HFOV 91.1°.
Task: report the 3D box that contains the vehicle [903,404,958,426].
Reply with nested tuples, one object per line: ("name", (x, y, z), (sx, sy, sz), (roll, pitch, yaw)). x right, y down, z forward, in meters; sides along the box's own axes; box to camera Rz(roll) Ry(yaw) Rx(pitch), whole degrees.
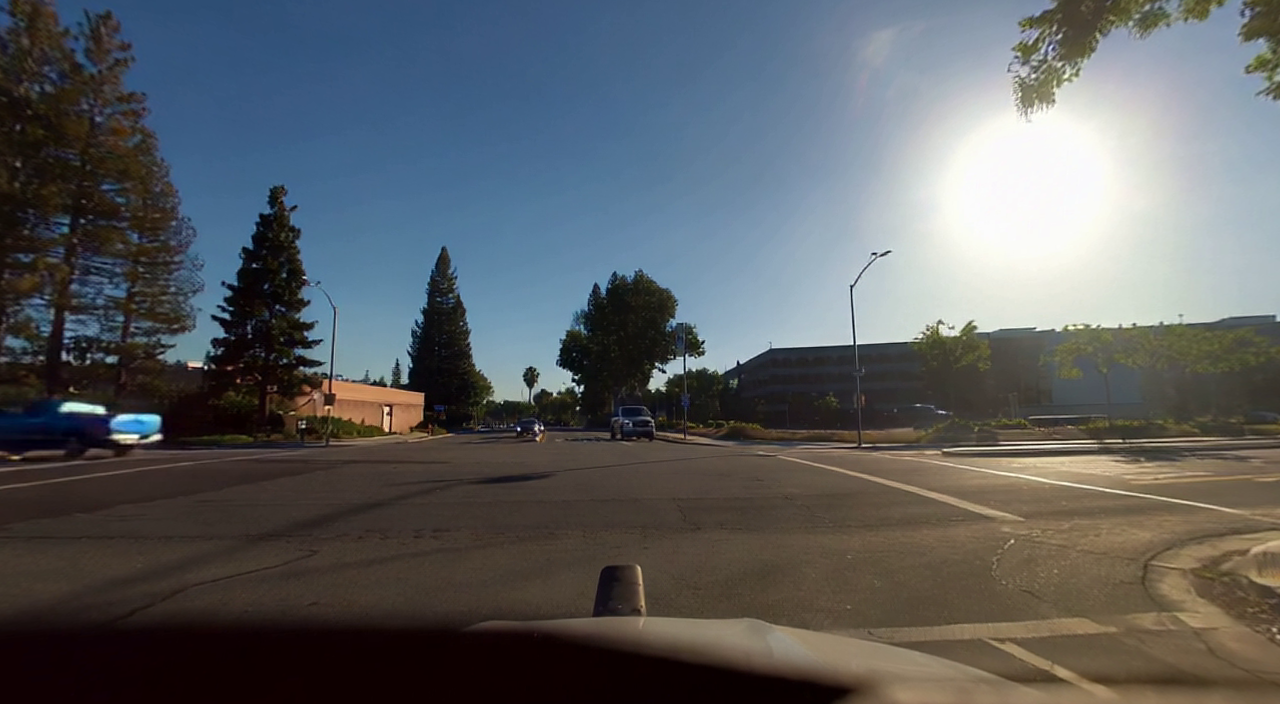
("vehicle", (22.622, 4.917, 48.804), (4.674, 1.483, 1.745), (6, -10, -36))

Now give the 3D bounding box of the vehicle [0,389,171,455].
("vehicle", (-17.603, 2.129, 18.677), (5.333, 1.837, 2.124), (1, -9, -7))

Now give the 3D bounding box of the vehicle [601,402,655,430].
("vehicle", (-1.023, 5.007, 48.372), (2.435, 1.858, 5.585), (3, -9, -21))
